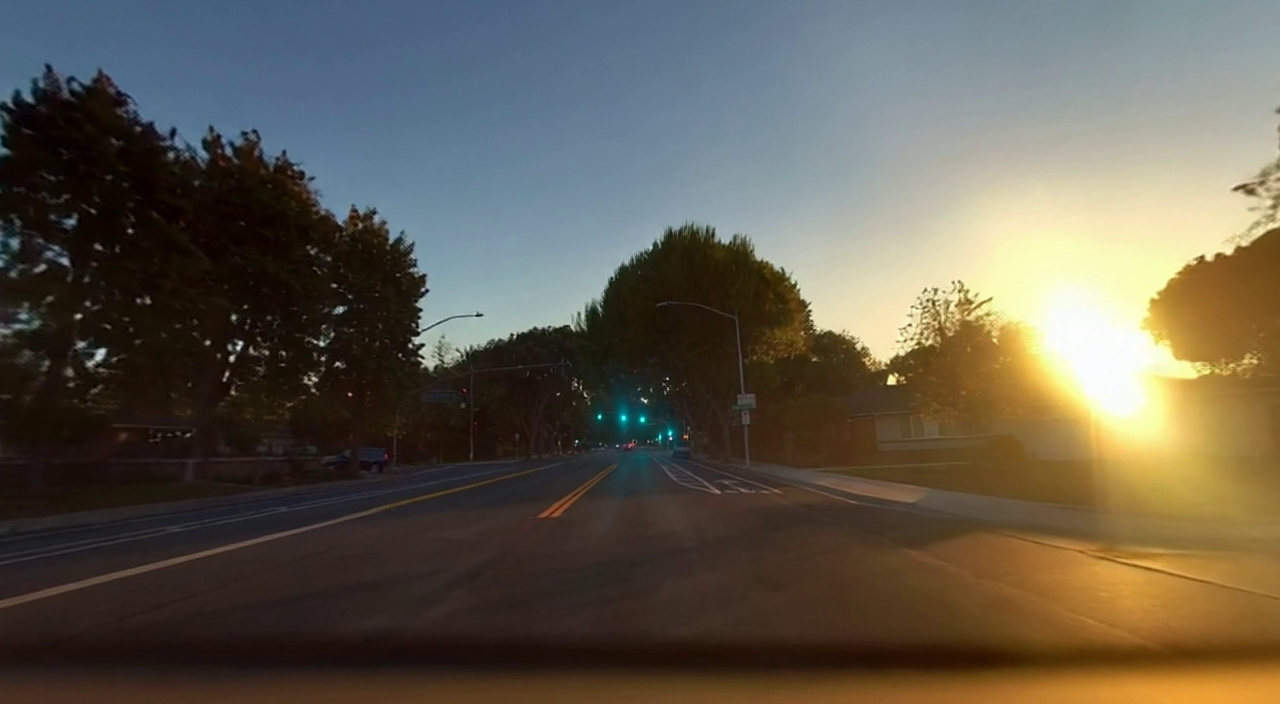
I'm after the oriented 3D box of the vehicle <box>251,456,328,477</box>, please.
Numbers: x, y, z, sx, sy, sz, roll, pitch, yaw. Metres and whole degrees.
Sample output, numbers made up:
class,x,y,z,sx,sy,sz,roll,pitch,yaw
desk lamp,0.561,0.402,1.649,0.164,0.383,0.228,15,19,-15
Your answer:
class,x,y,z,sx,sy,sz,roll,pitch,yaw
vehicle,-27.506,9.002,49.526,4.696,1.518,2.224,0,-8,-2

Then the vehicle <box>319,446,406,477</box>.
class,x,y,z,sx,sy,sz,roll,pitch,yaw
vehicle,-21.667,8.564,49.331,5.841,1.902,2.244,-5,-8,4
